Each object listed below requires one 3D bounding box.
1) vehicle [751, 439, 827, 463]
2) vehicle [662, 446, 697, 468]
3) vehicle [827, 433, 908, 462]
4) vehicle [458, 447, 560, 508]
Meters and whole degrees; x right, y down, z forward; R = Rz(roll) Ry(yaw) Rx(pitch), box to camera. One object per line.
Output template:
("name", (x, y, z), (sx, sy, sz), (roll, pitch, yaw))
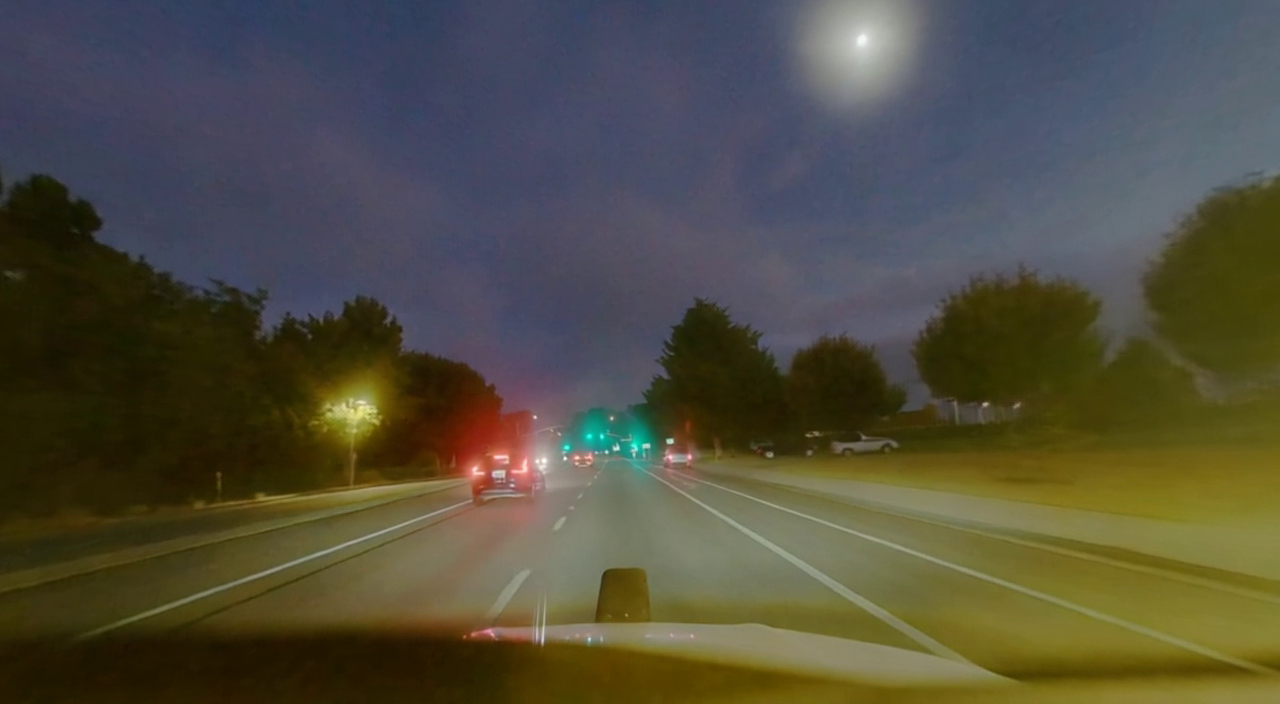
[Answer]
("vehicle", (10.569, 7.027, 44.912), (4.766, 1.585, 2.020), (0, -9, -5))
("vehicle", (3.005, 8.188, 49.330), (2.107, 1.620, 4.793), (0, -9, -4))
("vehicle", (13.389, 5.634, 37.276), (3.965, 1.543, 2.021), (-2, -8, -2))
("vehicle", (-3.559, 3.486, 18.024), (2.099, 1.470, 4.302), (0, -8, -2))
